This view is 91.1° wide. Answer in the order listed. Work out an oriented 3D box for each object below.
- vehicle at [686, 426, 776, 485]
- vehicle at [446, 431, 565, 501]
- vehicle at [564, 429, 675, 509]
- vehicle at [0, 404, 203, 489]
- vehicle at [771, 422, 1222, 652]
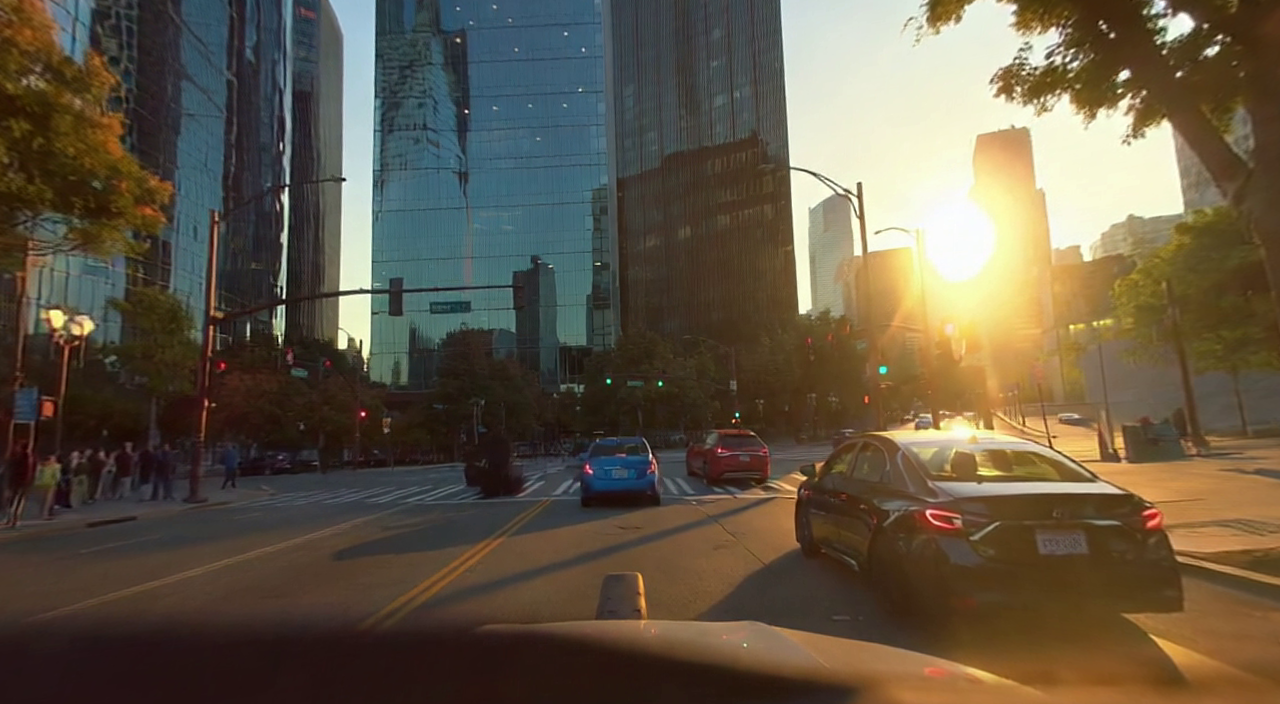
[{"bbox_3d":[2.865,3.409,20.876,2.234,1.723,4.486,0,-8,-1],"label":"vehicle"},{"bbox_3d":[-3.241,2.841,16.082,2.068,1.513,4.221,0,-8,1],"label":"vehicle"},{"bbox_3d":[-0.419,2.497,13.845,2.072,1.476,4.078,0,-8,-1],"label":"vehicle"},{"bbox_3d":[-25.693,4.305,28.602,8.989,3.623,2.884,1,-8,-3],"label":"vehicle"},{"bbox_3d":[2.752,1.505,6.208,1.952,1.464,4.165,0,-8,-1],"label":"vehicle"}]
